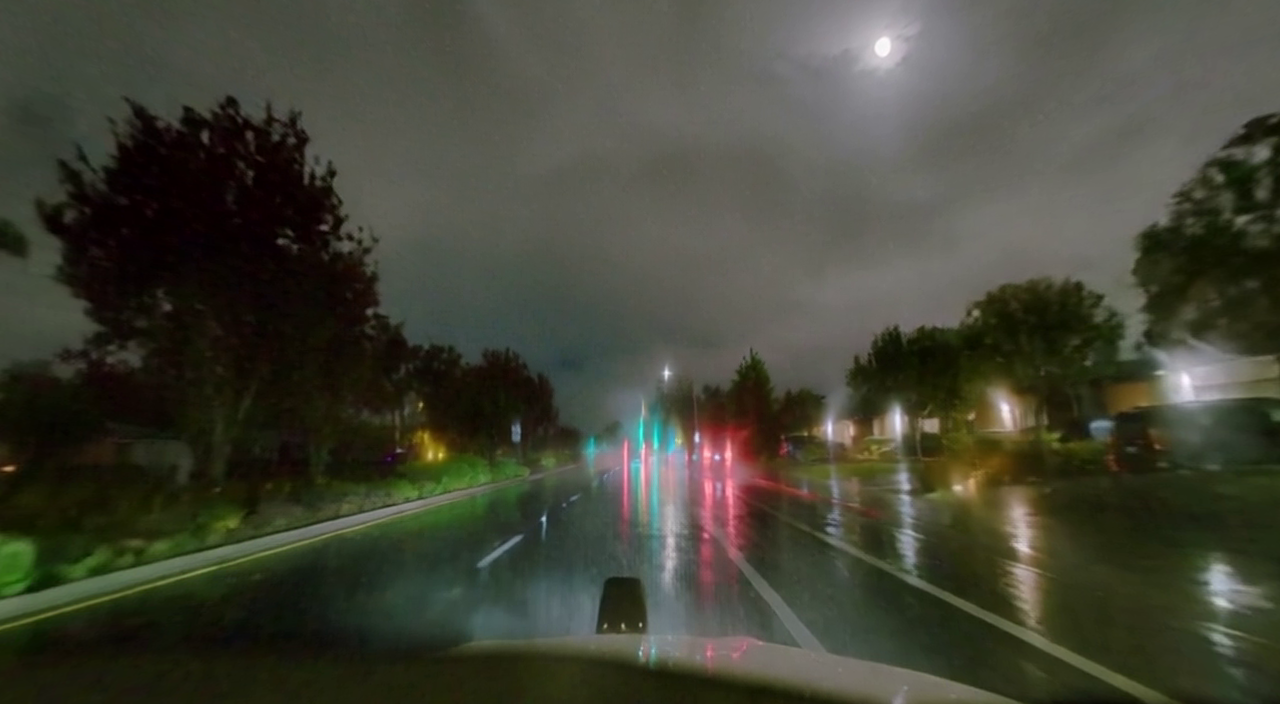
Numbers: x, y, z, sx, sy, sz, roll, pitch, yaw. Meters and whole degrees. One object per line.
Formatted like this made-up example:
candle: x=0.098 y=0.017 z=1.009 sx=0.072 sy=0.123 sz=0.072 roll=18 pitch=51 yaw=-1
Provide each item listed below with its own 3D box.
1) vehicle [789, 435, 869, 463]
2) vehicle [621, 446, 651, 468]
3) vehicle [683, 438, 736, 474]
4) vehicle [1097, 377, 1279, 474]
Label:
vehicle: x=12.823 y=6.593 z=42.800 sx=4.694 sy=1.622 sz=2.067 roll=-2 pitch=-7 yaw=0
vehicle: x=-0.245 y=7.516 z=45.041 sx=2.054 sy=1.456 sz=4.003 roll=0 pitch=-8 yaw=0
vehicle: x=3.864 y=5.870 z=35.718 sx=2.203 sy=1.828 sz=5.336 roll=0 pitch=-9 yaw=-2
vehicle: x=13.085 y=1.614 z=13.514 sx=4.739 sy=1.918 sz=2.071 roll=0 pitch=-9 yaw=3
